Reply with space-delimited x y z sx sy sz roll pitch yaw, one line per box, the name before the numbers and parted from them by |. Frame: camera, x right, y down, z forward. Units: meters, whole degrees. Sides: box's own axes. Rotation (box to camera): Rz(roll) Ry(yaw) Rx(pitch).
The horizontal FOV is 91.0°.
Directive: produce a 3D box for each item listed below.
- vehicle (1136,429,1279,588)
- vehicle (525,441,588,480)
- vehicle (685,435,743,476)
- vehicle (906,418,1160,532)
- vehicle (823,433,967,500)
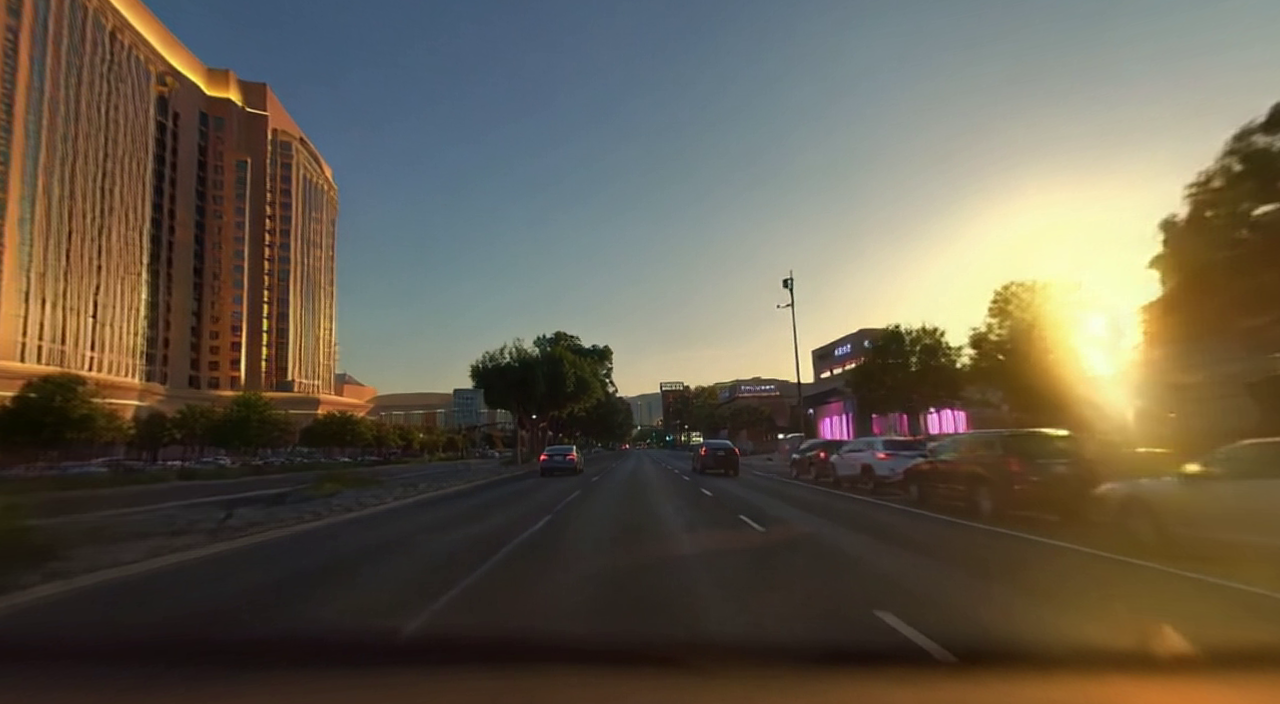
vehicle | 6.924 1.375 5.233 1.876 1.478 4.670 0 -8 2
vehicle | -3.377 4.471 26.263 2.005 1.477 4.169 0 -8 0
vehicle | 3.403 4.837 29.652 2.083 1.743 4.354 0 -8 -2
vehicle | 7.002 2.220 11.925 2.039 1.749 4.193 0 -8 -1
vehicle | 6.793 3.097 17.391 2.078 1.597 4.289 0 -8 -1
